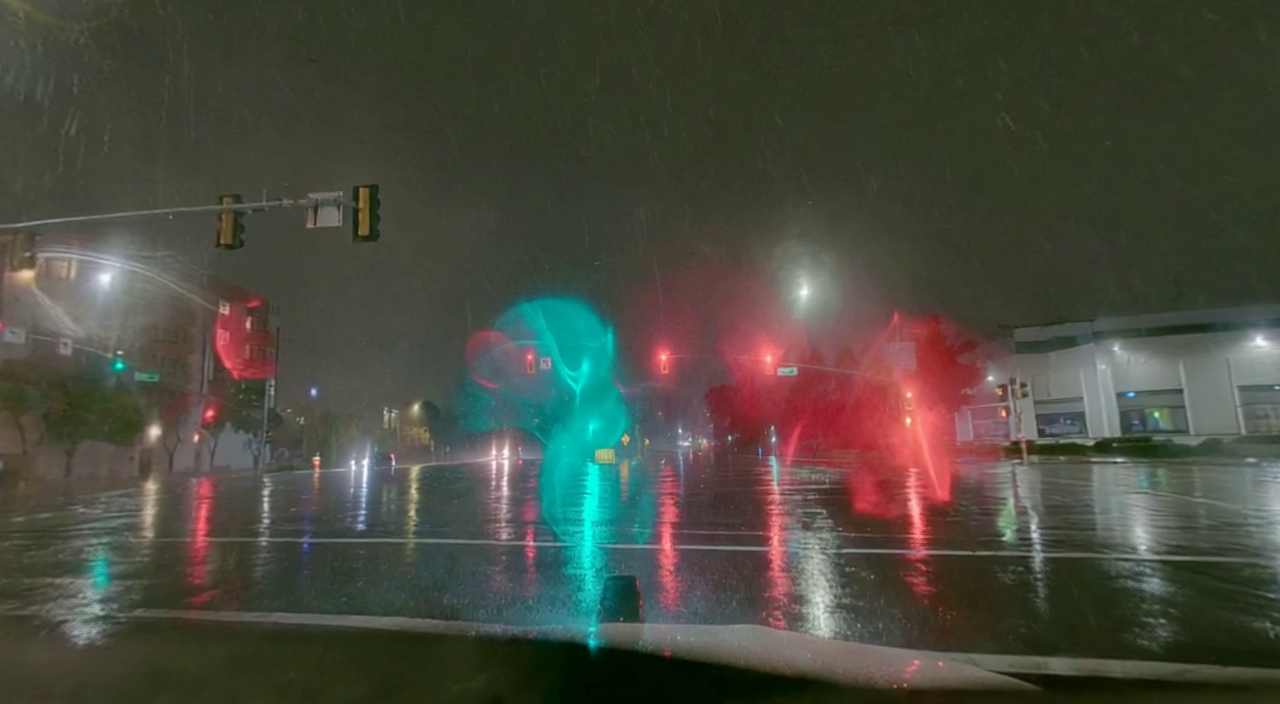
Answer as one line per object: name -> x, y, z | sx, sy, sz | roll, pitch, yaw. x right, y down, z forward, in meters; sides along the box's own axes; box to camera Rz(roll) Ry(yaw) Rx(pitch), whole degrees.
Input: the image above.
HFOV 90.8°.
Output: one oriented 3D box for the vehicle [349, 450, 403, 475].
vehicle -> -18.823, 7.848, 45.226 | 1.933, 1.664, 4.255 | 0, -9, 1
